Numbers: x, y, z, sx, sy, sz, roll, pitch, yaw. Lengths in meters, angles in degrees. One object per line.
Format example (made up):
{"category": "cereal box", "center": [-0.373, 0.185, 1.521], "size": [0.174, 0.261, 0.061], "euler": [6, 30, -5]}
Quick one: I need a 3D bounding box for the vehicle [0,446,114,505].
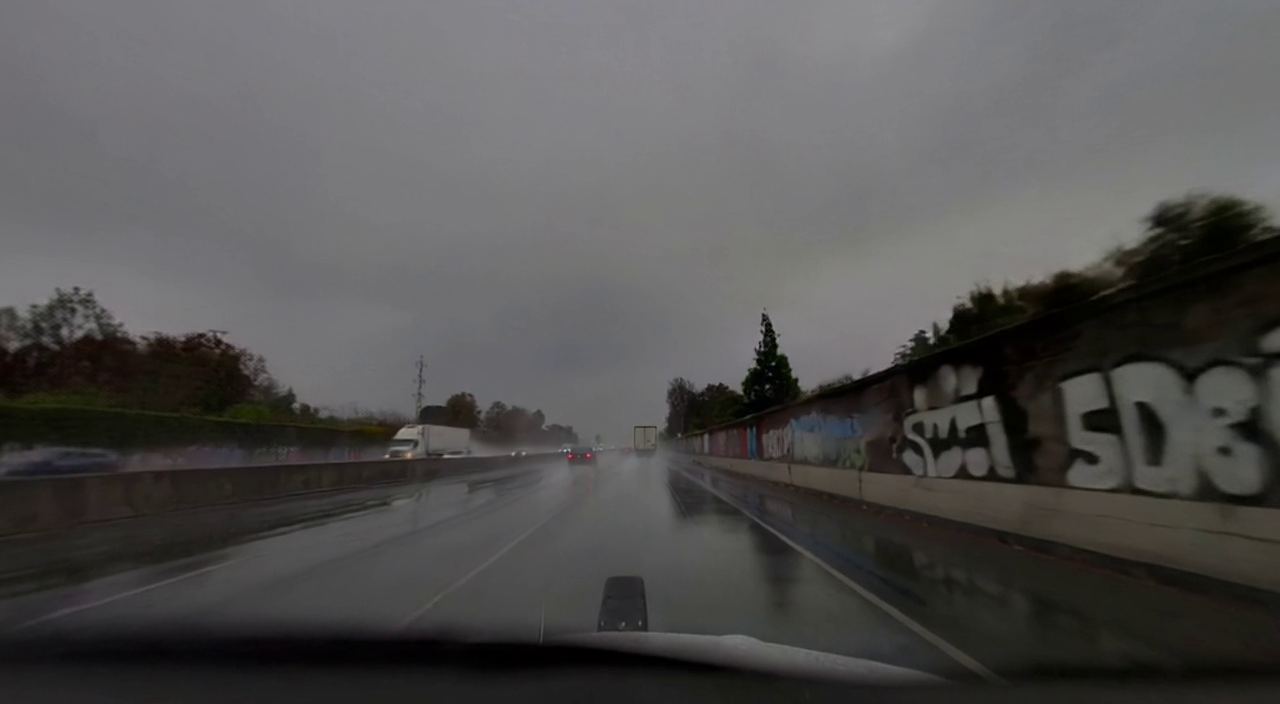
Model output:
{"category": "vehicle", "center": [-22.040, 4.353, 22.615], "size": [2.061, 1.935, 4.754], "euler": [0, -9, 1]}

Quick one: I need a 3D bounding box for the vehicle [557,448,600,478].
{"category": "vehicle", "center": [-3.234, 5.881, 33.712], "size": [1.803, 1.466, 4.509], "euler": [0, -9, 0]}
